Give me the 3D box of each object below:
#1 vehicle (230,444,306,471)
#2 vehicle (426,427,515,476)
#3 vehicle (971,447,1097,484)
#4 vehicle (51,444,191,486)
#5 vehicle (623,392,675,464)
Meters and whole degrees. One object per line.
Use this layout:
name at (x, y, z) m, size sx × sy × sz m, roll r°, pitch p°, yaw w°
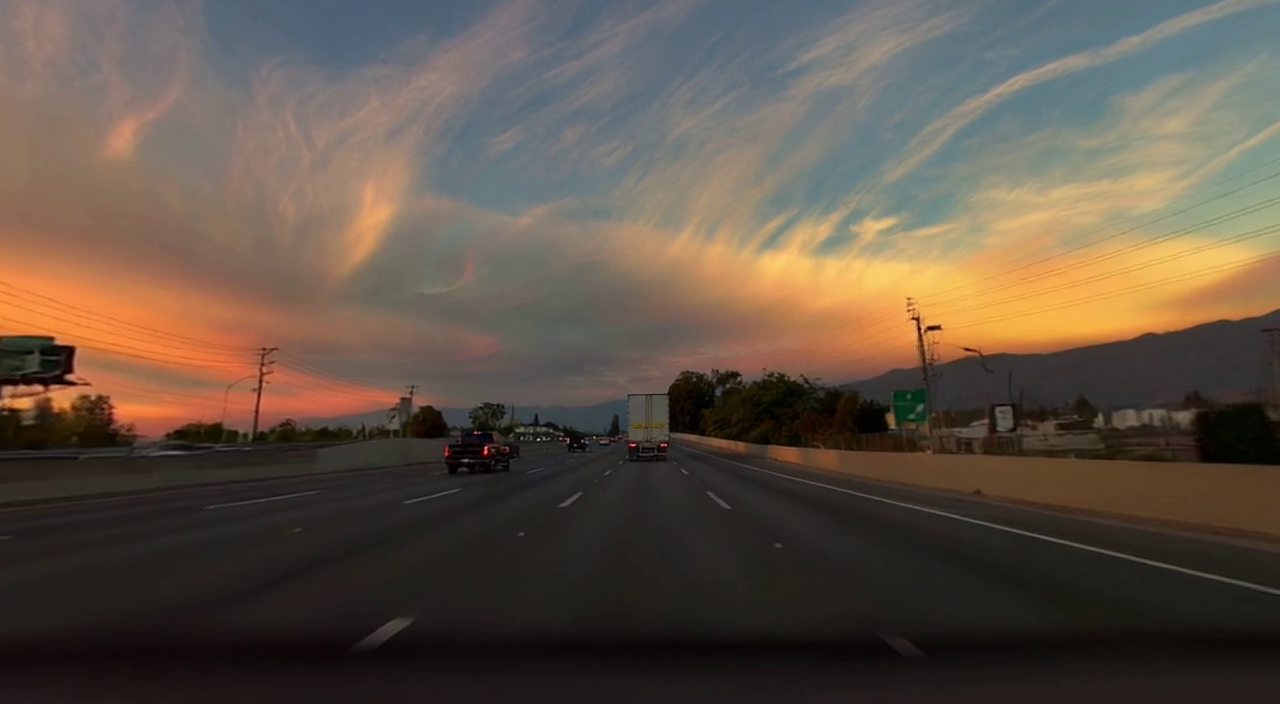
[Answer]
vehicle at (-21.498, 6.078, 36.640) m, size 1.810 × 1.460 × 4.034 m, roll -1°, pitch -8°, yaw 1°
vehicle at (-6.941, 4.169, 26.566) m, size 2.197 × 1.847 × 5.364 m, roll 0°, pitch -8°, yaw 1°
vehicle at (17.829, 5.140, 28.855) m, size 1.757 × 1.437 × 4.897 m, roll 5°, pitch -10°, yaw -16°
vehicle at (-19.707, 4.280, 24.202) m, size 2.010 × 1.450 × 3.821 m, roll 0°, pitch -8°, yaw 2°
vehicle at (0.726, 5.060, 40.981) m, size 2.879 × 4.027 × 11.243 m, roll -1°, pitch -8°, yaw 2°
